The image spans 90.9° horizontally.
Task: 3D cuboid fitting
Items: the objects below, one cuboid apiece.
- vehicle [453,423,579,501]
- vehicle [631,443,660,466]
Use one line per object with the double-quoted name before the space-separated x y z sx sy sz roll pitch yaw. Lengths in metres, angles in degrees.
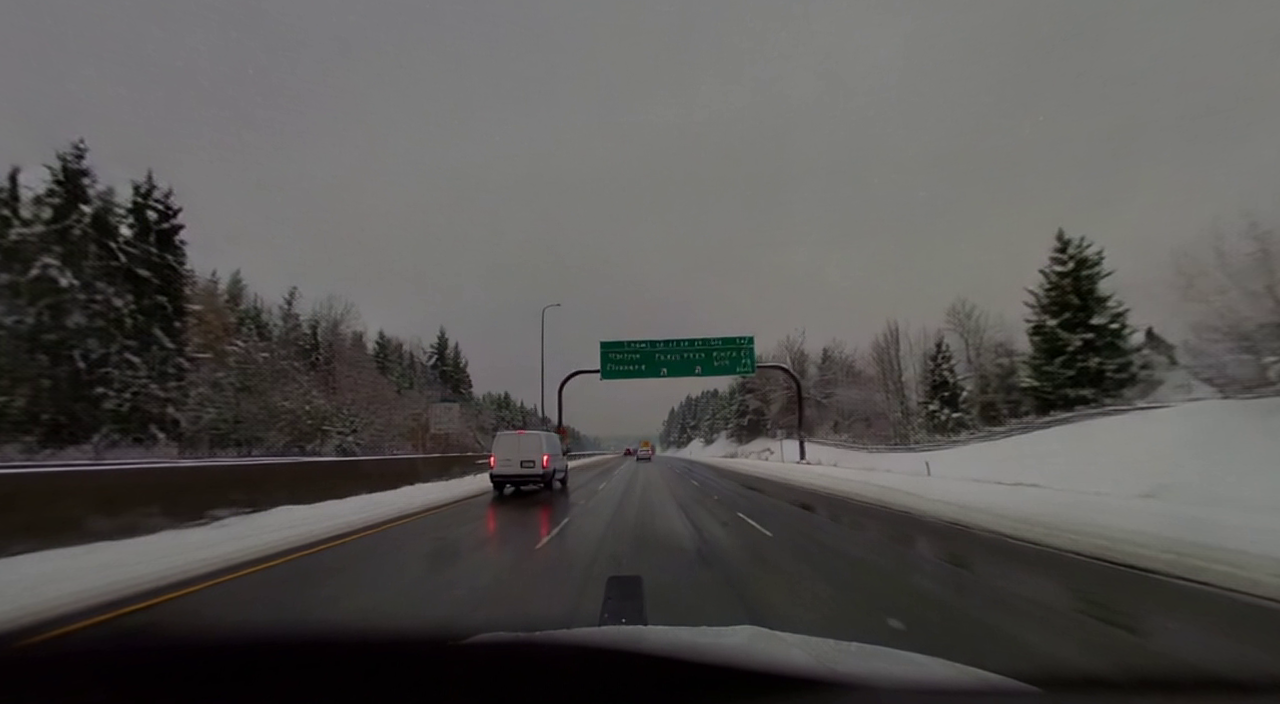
"vehicle" -3.377 3.196 18.686 2.572 1.927 5.803 0 -9 0
"vehicle" 0.380 7.775 47.944 2.067 1.690 3.901 0 -9 0
